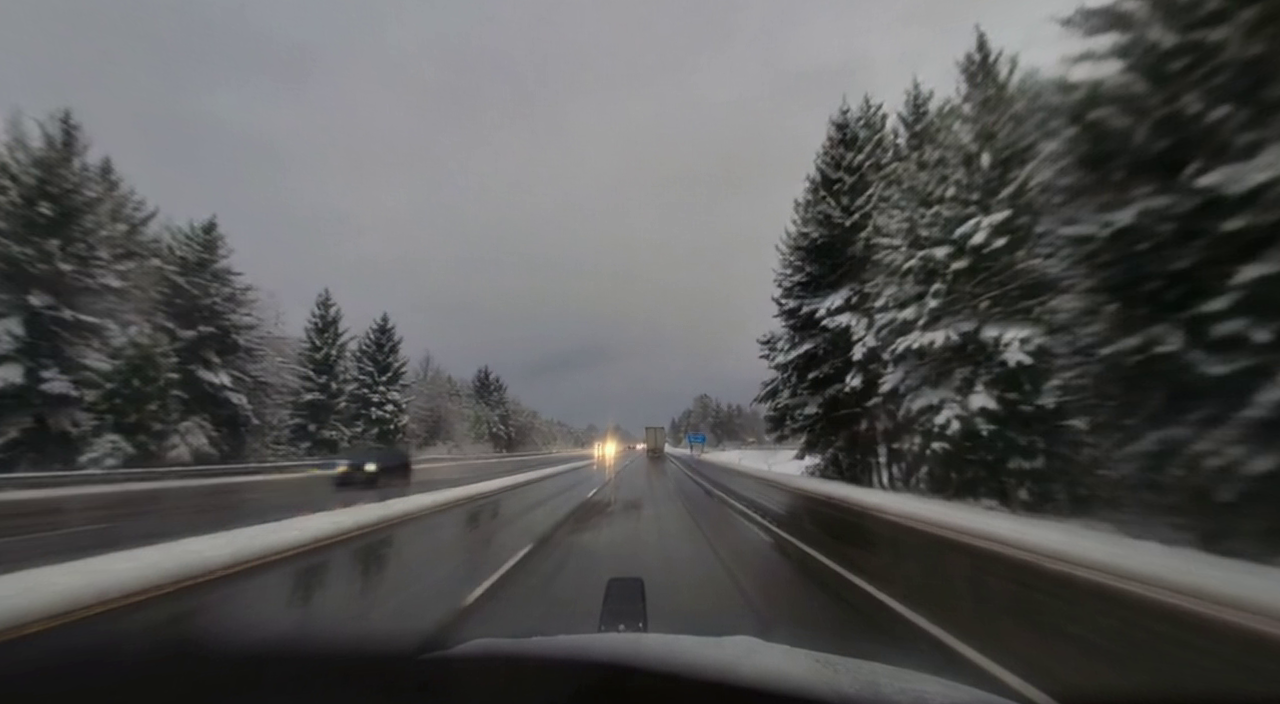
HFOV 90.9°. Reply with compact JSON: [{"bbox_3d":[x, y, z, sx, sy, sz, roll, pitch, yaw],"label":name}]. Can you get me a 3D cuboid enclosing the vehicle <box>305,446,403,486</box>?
[{"bbox_3d":[-12.355,4.953,27.632,2.151,1.566,4.614,0,-9,0],"label":"vehicle"}]
